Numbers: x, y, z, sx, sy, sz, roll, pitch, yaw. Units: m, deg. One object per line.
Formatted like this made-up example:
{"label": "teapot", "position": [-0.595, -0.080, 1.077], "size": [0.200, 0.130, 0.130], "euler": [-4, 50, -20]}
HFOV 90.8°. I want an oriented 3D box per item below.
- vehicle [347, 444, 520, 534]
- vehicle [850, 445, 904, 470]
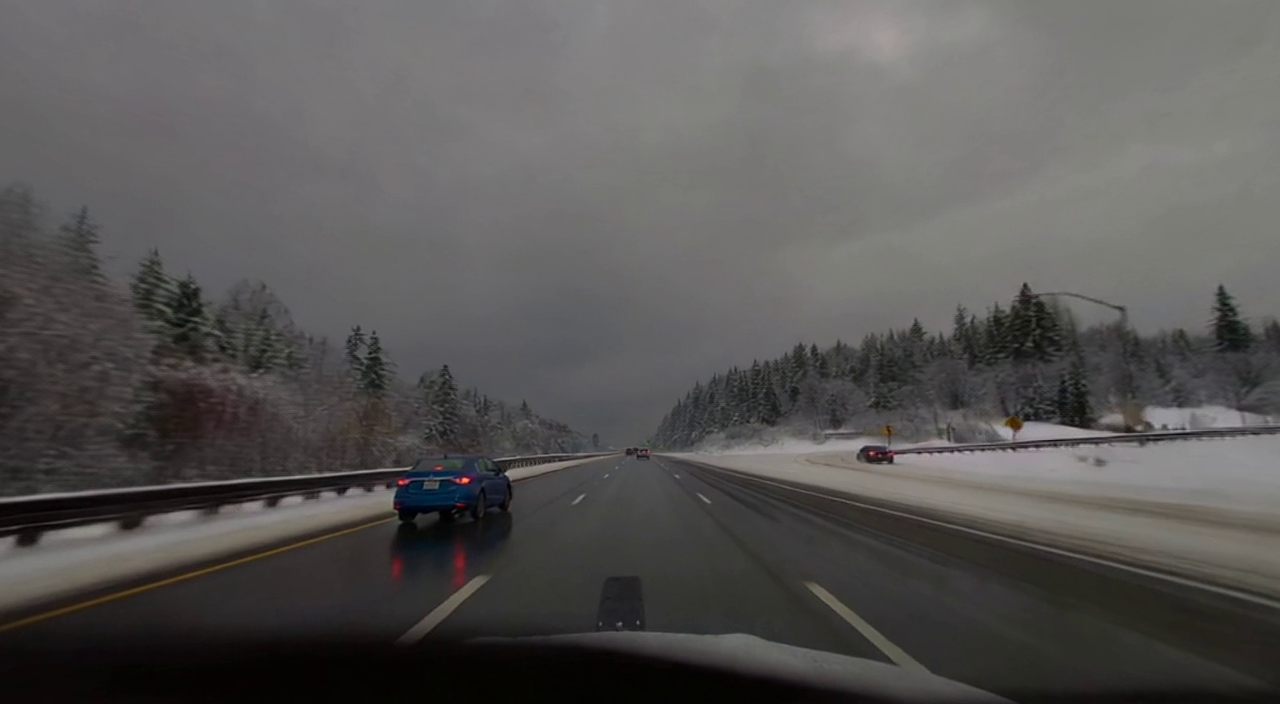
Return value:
{"label": "vehicle", "position": [-3.812, 2.603, 12.624], "size": [1.873, 1.438, 4.546], "euler": [-1, -9, 1]}
{"label": "vehicle", "position": [14.528, 6.503, 38.913], "size": [1.805, 1.427, 4.447], "euler": [-1, -9, 3]}
